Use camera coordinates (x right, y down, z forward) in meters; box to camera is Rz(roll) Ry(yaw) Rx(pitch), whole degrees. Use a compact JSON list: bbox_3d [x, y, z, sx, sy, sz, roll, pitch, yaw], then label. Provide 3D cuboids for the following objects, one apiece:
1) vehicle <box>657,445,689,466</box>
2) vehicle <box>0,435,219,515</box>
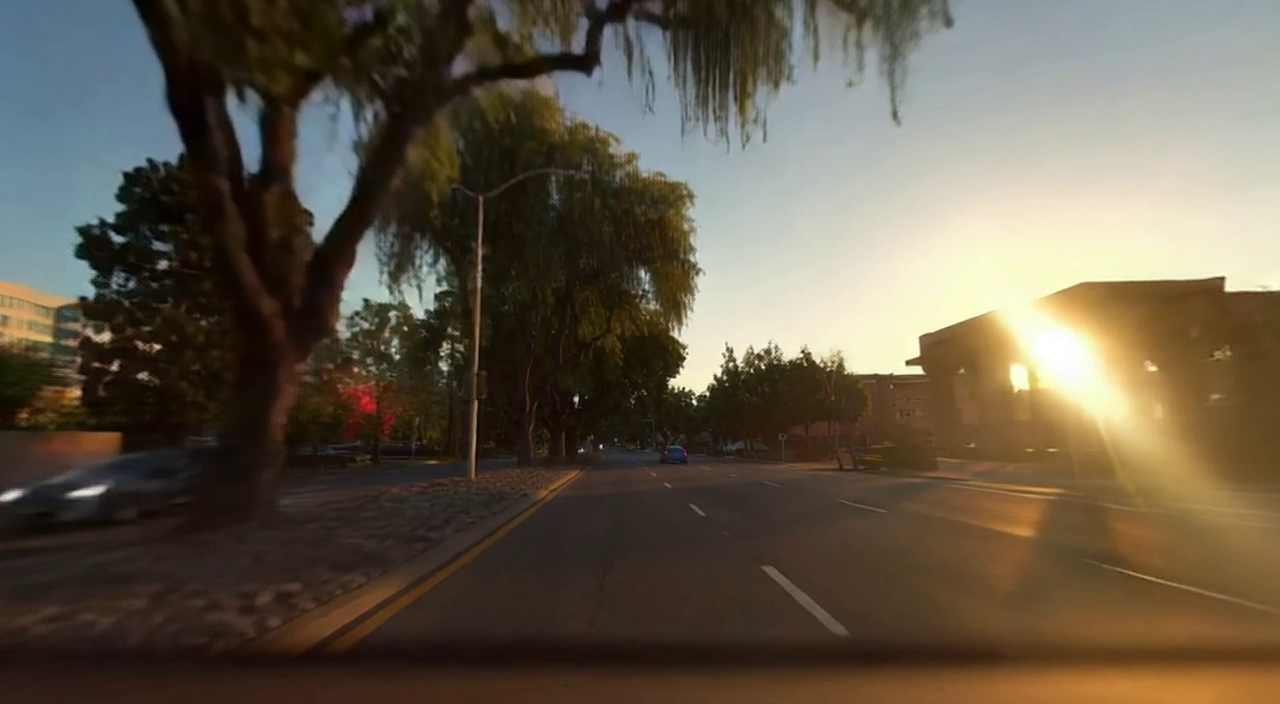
[{"bbox_3d":[2.504,7.979,48.818,1.913,1.473,4.360,0,-9,-4],"label":"vehicle"},{"bbox_3d":[-13.157,3.003,15.895,2.123,1.692,4.419,0,-9,-1],"label":"vehicle"}]
